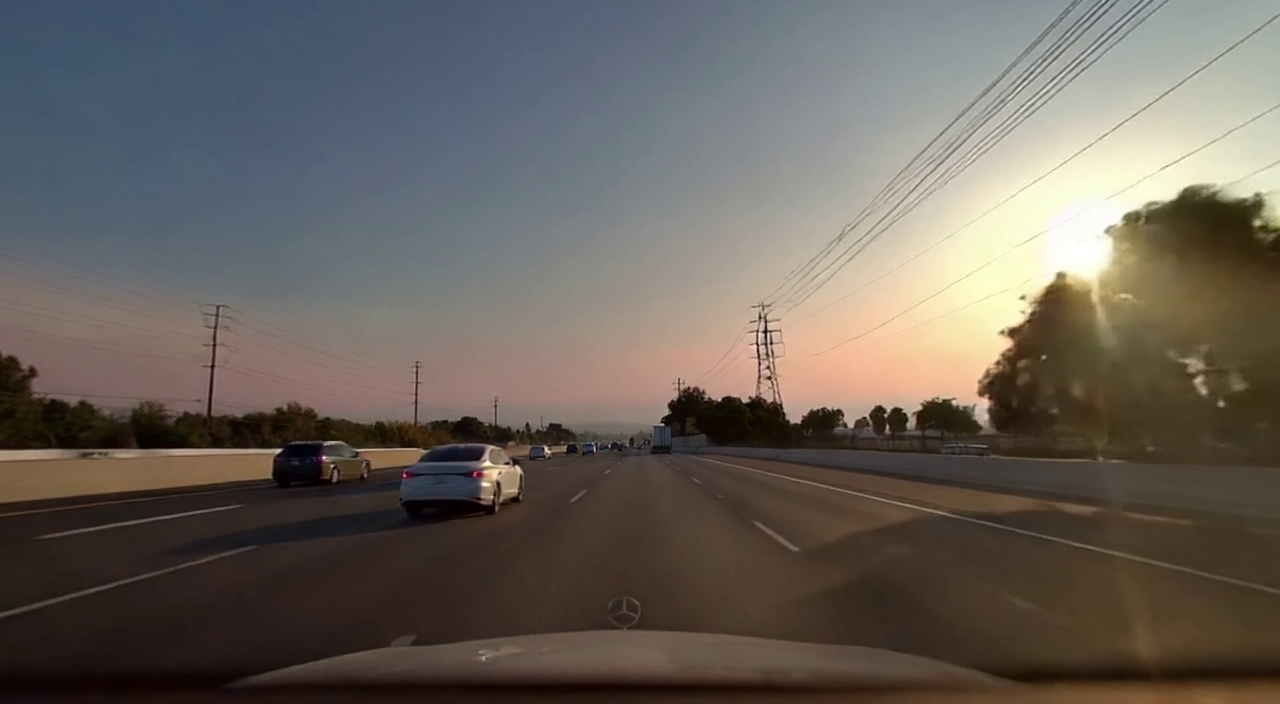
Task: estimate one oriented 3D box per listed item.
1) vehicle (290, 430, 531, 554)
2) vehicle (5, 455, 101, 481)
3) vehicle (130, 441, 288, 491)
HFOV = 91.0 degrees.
[{"bbox_3d":[-3.320,2.137,10.455,2.045,1.532,4.954,0,-9,1],"label":"vehicle"},{"bbox_3d":[-38.612,7.615,41.574,1.853,1.560,4.602,0,-9,1],"label":"vehicle"},{"bbox_3d":[-14.577,3.856,21.746,2.039,1.516,4.780,0,-9,1],"label":"vehicle"}]
